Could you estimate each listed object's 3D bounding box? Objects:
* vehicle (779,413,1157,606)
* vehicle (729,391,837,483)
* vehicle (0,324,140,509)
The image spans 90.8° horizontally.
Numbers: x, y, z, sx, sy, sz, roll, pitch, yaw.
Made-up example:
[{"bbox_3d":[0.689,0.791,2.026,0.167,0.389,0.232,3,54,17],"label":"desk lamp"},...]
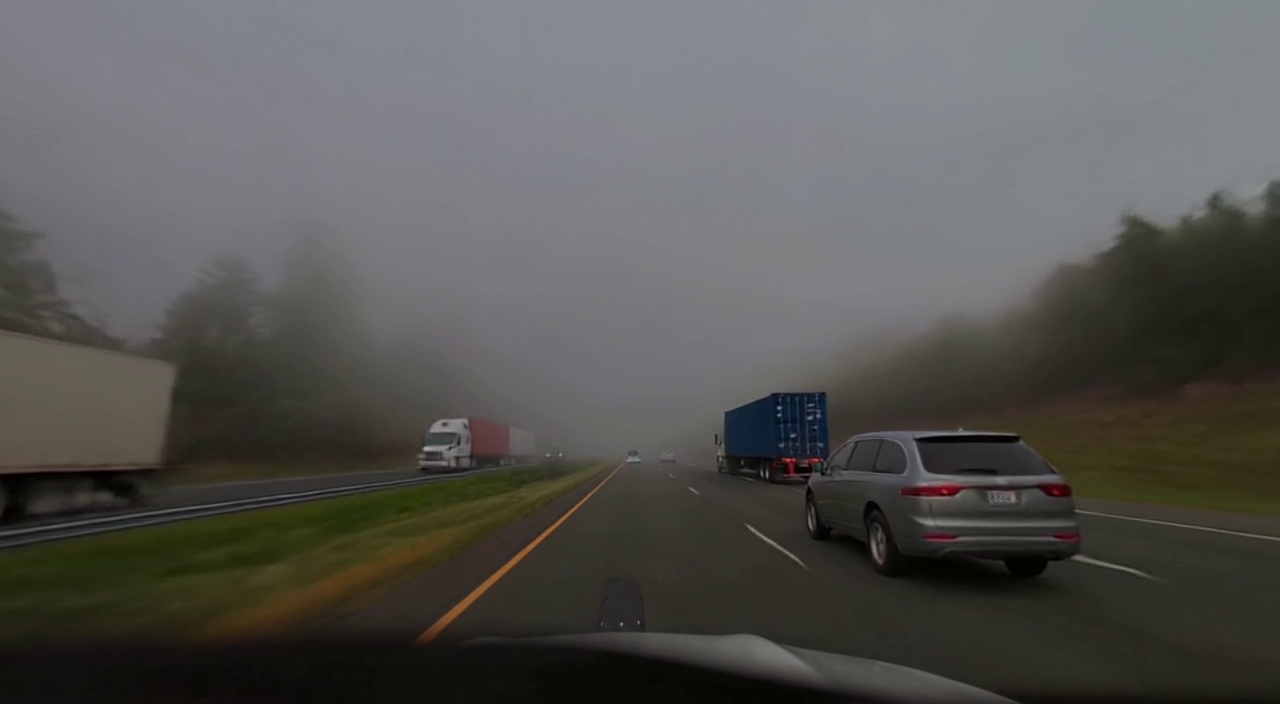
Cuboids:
[{"bbox_3d":[3.360,1.715,7.812,2.130,1.658,4.537,0,-9,-1],"label":"vehicle"},{"bbox_3d":[7.378,4.842,35.220,2.882,4.109,13.567,0,-9,0],"label":"vehicle"},{"bbox_3d":[-15.526,0.870,10.333,2.901,4.036,14.483,0,-9,0],"label":"vehicle"}]
